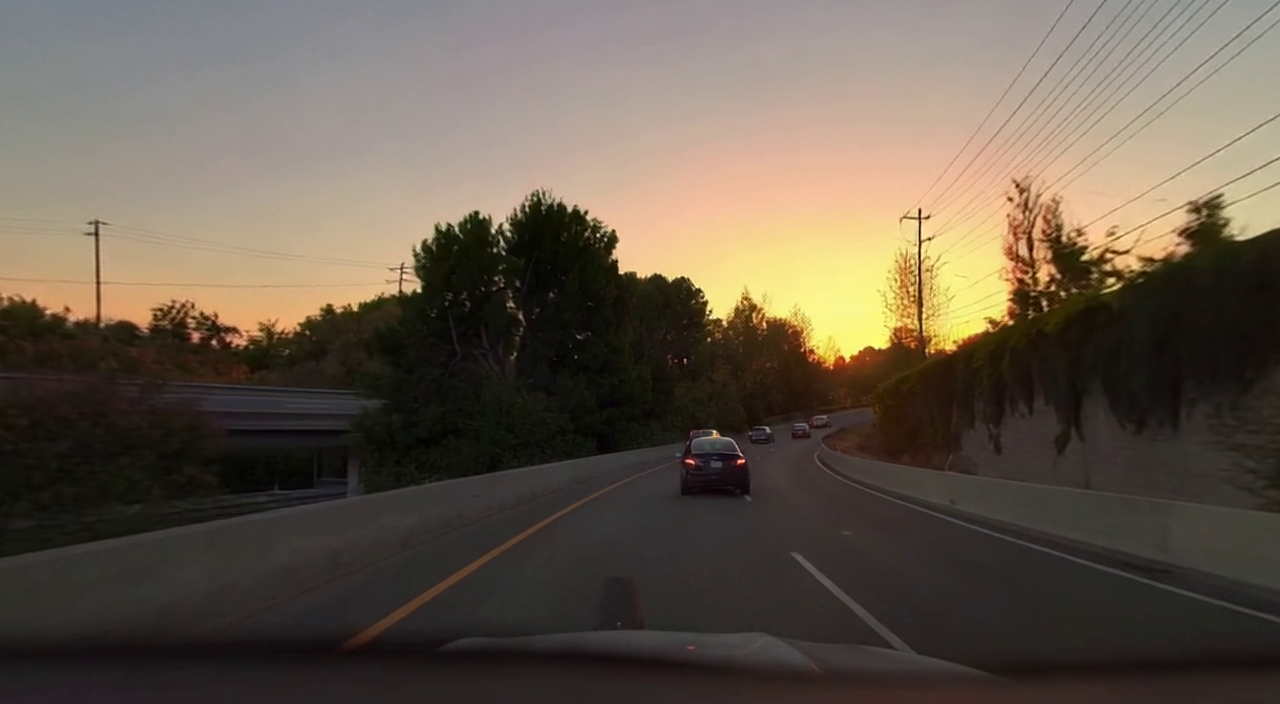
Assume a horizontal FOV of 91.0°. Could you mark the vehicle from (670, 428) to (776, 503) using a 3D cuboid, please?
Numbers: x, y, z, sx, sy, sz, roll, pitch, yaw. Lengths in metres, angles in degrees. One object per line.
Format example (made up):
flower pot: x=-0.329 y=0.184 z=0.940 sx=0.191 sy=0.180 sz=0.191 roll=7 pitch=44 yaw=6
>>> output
vehicle: x=1.885 y=2.596 z=14.817 sx=2.091 sy=1.482 sz=4.321 roll=-1 pitch=-8 yaw=6
